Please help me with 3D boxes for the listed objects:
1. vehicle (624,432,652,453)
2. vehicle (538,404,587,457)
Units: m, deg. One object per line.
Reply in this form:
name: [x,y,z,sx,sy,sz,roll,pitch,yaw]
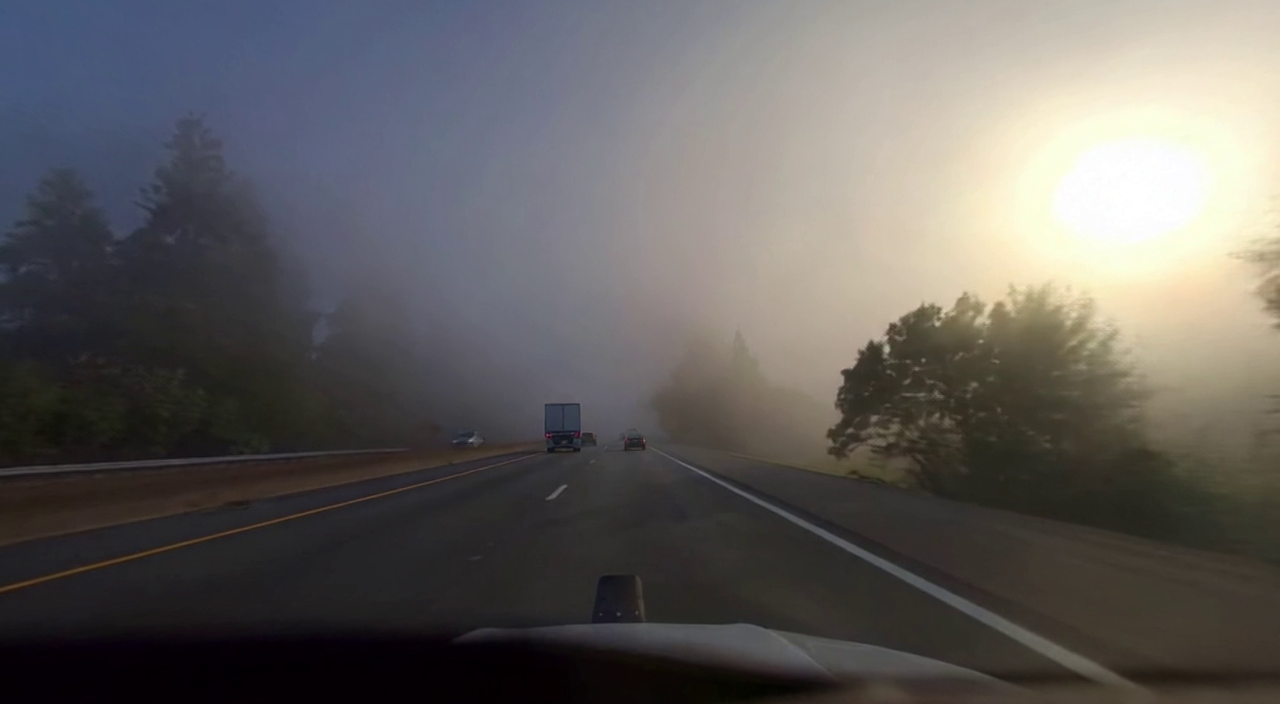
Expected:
vehicle: [-0.177,6.667,46.569,1.988,1.472,3.716,0,-8,-2]
vehicle: [-4.842,5.039,40.302,2.450,3.098,6.965,0,-8,-2]
